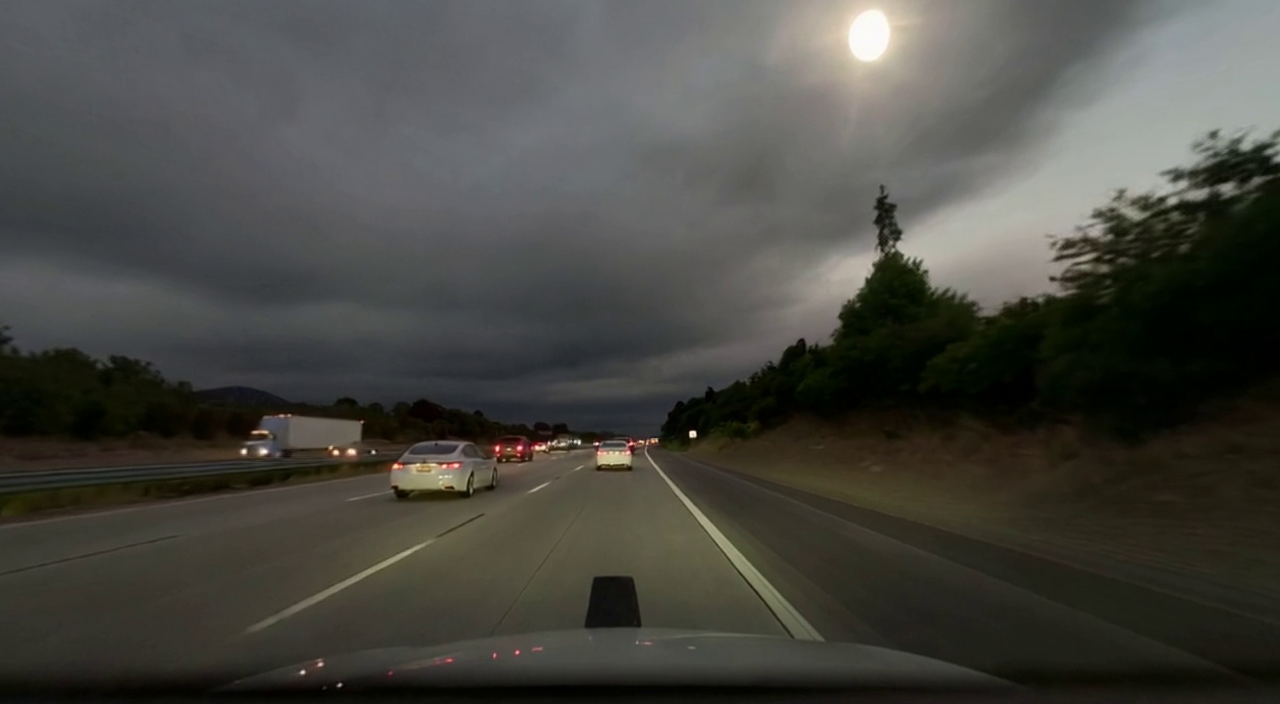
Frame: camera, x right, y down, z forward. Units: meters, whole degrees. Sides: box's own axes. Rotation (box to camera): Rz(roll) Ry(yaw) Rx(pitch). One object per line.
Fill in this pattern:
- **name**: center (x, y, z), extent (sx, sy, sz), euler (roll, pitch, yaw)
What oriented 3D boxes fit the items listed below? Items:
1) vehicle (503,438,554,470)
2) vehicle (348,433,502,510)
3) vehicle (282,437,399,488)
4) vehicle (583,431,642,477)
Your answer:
- **vehicle**: center (-5.534, 5.082, 31.625), extent (1.835, 1.432, 3.835), euler (0, -8, 0)
- **vehicle**: center (-4.662, 2.612, 14.432), extent (1.971, 1.464, 4.386), euler (0, -8, 0)
- **vehicle**: center (-9.501, 3.498, 20.332), extent (1.850, 1.439, 3.932), euler (0, -8, 0)
- **vehicle**: center (-1.057, 4.028, 25.228), extent (2.178, 1.658, 3.916), euler (0, -8, -1)
